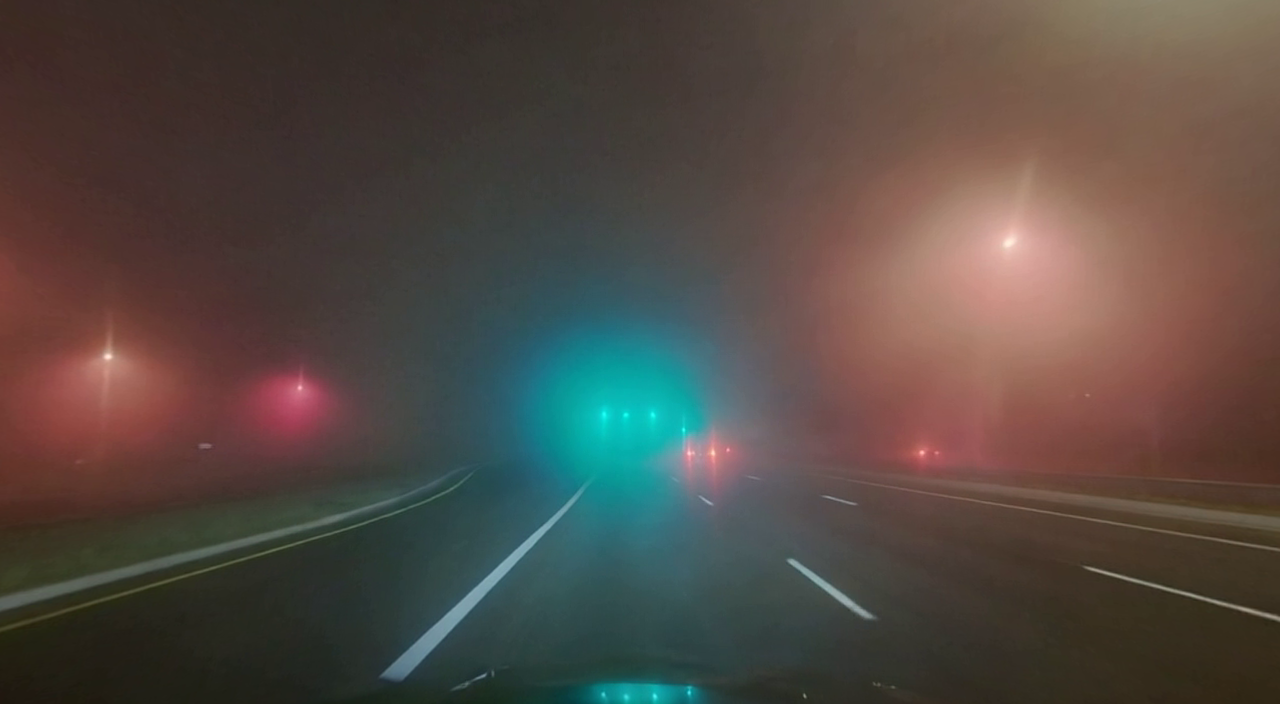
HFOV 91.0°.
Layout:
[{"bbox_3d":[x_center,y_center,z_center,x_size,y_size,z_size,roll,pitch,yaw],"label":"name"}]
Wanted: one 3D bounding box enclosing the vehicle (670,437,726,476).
[{"bbox_3d":[2.652,4.944,30.068,2.066,1.683,4.675,0,-8,-2],"label":"vehicle"}]
